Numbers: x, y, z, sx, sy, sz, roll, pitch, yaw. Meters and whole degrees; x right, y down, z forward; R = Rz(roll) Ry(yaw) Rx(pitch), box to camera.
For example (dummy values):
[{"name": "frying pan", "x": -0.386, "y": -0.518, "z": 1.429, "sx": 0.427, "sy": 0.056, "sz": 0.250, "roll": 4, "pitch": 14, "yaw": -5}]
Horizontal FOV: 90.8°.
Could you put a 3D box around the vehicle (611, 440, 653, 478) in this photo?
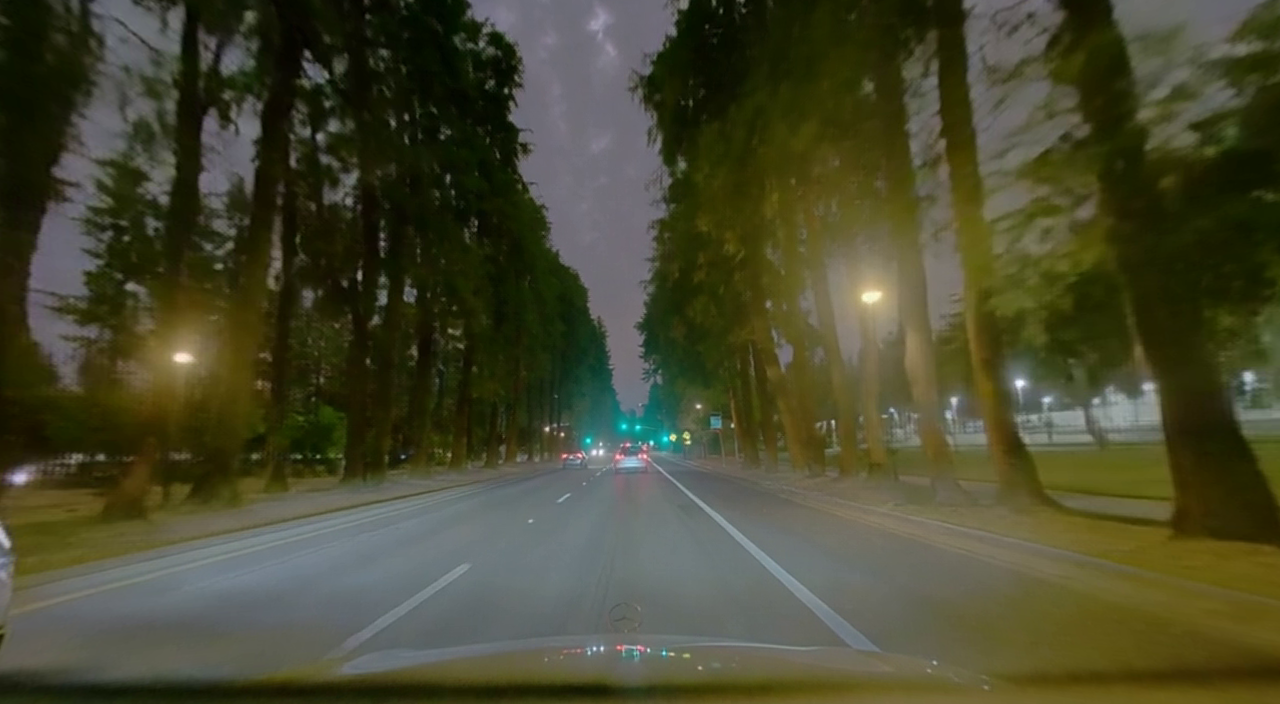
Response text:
[{"name": "vehicle", "x": -0.400, "y": 5.355, "z": 31.896, "sx": 2.018, "sy": 1.769, "sz": 3.897, "roll": 0, "pitch": -9, "yaw": -1}]

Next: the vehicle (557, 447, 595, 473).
[{"name": "vehicle", "x": -4.051, "y": 6.907, "z": 40.666, "sx": 1.936, "sy": 1.538, "sz": 4.016, "roll": 0, "pitch": -9, "yaw": 1}]
